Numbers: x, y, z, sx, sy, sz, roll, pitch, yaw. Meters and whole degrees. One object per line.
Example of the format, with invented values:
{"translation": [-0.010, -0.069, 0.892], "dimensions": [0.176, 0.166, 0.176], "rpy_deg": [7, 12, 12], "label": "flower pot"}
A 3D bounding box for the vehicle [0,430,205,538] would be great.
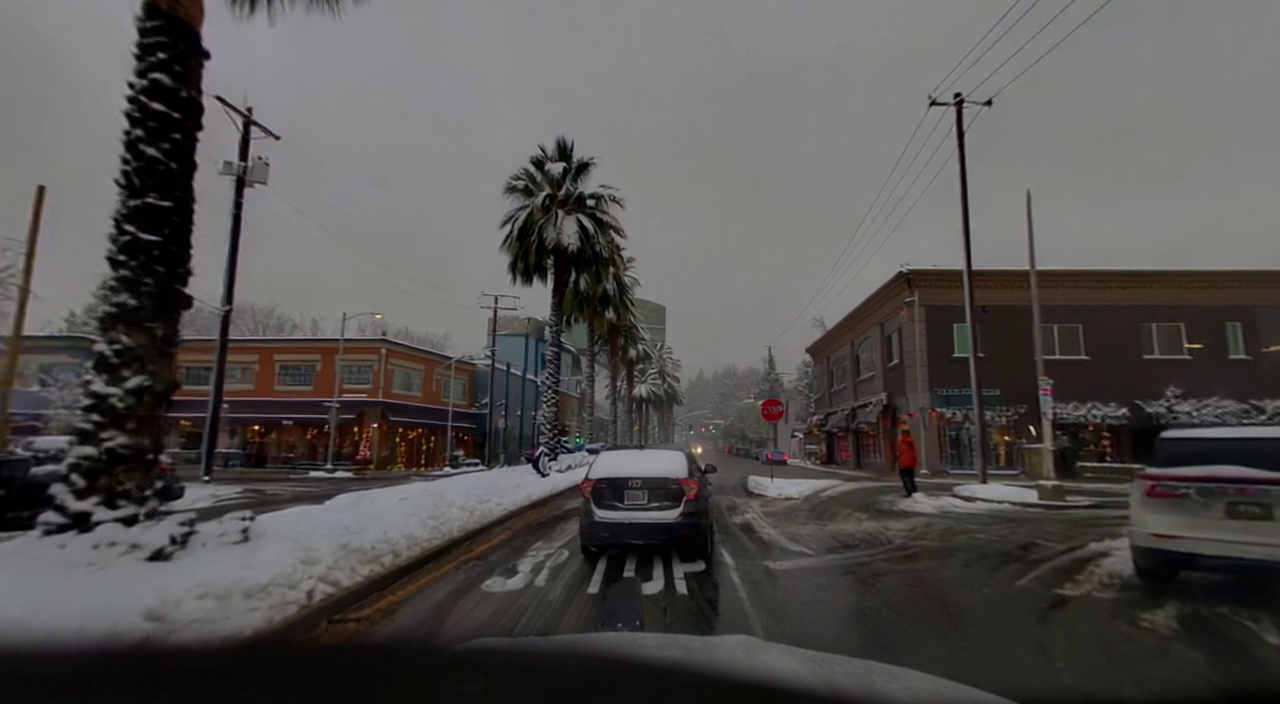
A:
{"translation": [-10.797, 2.344, 11.550], "dimensions": [2.089, 1.731, 4.223], "rpy_deg": [-9, -12, 44], "label": "vehicle"}

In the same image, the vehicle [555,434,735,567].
{"translation": [0.172, 1.980, 9.183], "dimensions": [2.031, 1.479, 3.969], "rpy_deg": [-1, -9, 4], "label": "vehicle"}

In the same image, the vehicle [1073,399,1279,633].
{"translation": [6.101, 1.431, 6.285], "dimensions": [4.623, 1.650, 1.937], "rpy_deg": [8, -12, -44], "label": "vehicle"}

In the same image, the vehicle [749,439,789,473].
{"translation": [9.466, 7.586, 46.394], "dimensions": [2.467, 2.369, 1.577], "rpy_deg": [4, -9, -37], "label": "vehicle"}
